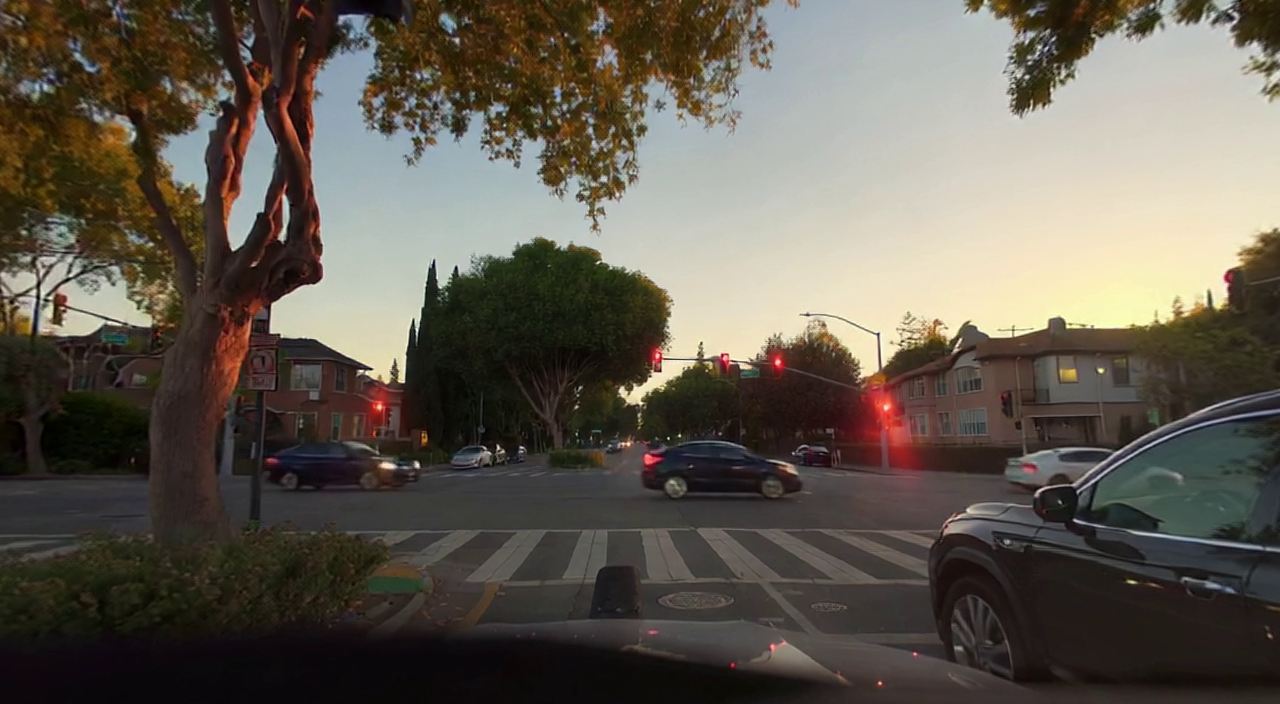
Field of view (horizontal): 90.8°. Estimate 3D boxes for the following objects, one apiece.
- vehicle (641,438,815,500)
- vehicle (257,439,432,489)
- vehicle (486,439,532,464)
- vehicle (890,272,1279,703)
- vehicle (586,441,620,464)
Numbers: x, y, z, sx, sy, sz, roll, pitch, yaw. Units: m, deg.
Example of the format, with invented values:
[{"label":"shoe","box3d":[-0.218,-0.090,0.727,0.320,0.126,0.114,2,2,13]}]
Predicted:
[{"label":"vehicle","box3d":[2.198,3.070,16.771,4.290,1.518,1.888,0,-9,-1]},{"label":"vehicle","box3d":[-9.194,3.511,19.987,4.537,1.501,1.950,0,-9,-1]},{"label":"vehicle","box3d":[-8.939,6.855,43.644,2.028,1.654,5.027,0,-9,1]},{"label":"vehicle","box3d":[2.709,0.715,1.719,2.085,1.800,4.908,0,-9,1]},{"label":"vehicle","box3d":[-2.417,6.710,42.260,2.046,1.491,4.118,0,-9,1]}]
